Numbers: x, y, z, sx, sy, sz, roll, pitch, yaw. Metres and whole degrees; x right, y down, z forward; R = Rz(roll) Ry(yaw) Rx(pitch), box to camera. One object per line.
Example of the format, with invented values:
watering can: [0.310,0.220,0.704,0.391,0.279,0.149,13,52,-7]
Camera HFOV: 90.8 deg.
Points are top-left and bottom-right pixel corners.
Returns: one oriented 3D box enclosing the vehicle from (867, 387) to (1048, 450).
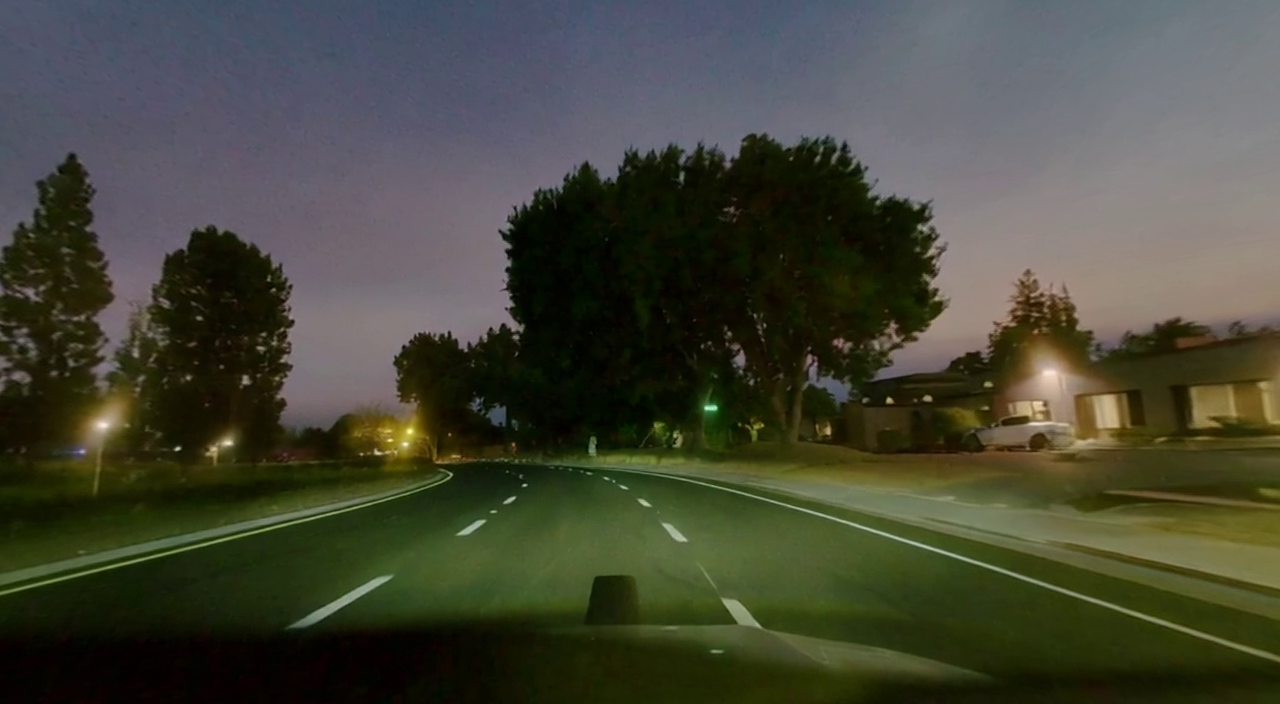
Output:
vehicle: [15.485,3.488,31.541,2.757,2.765,7.526,6,-10,-33]

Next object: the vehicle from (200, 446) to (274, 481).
vehicle: [-25.609,7.071,40.431,2.284,2.059,5.740,2,-9,-16]
